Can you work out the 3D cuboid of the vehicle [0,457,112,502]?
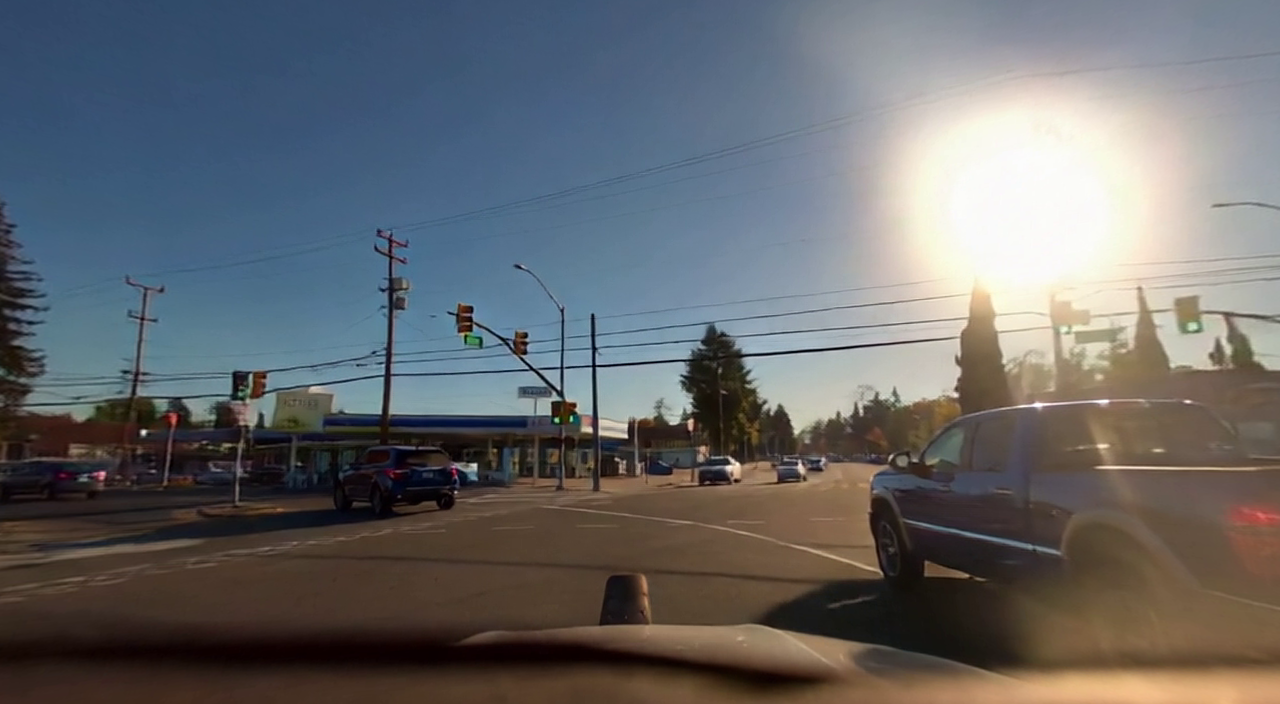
[{"bbox_3d":[-25.071,5.356,26.641,4.498,1.725,1.921,-4,-10,18],"label":"vehicle"}]

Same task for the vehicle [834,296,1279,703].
[{"bbox_3d":[3.272,1.024,4.253,2.036,1.818,5.192,0,-9,-3],"label":"vehicle"}]

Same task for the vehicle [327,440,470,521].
[{"bbox_3d":[-6.733,3.407,17.238,2.141,1.842,4.889,7,-12,-38],"label":"vehicle"}]

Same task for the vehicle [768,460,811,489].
[{"bbox_3d":[8.564,6.909,35.826,1.856,1.448,4.455,-4,-10,19],"label":"vehicle"}]

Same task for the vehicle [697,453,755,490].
[{"bbox_3d":[5.014,6.713,35.896,2.303,1.895,5.301,-4,-10,18],"label":"vehicle"}]
